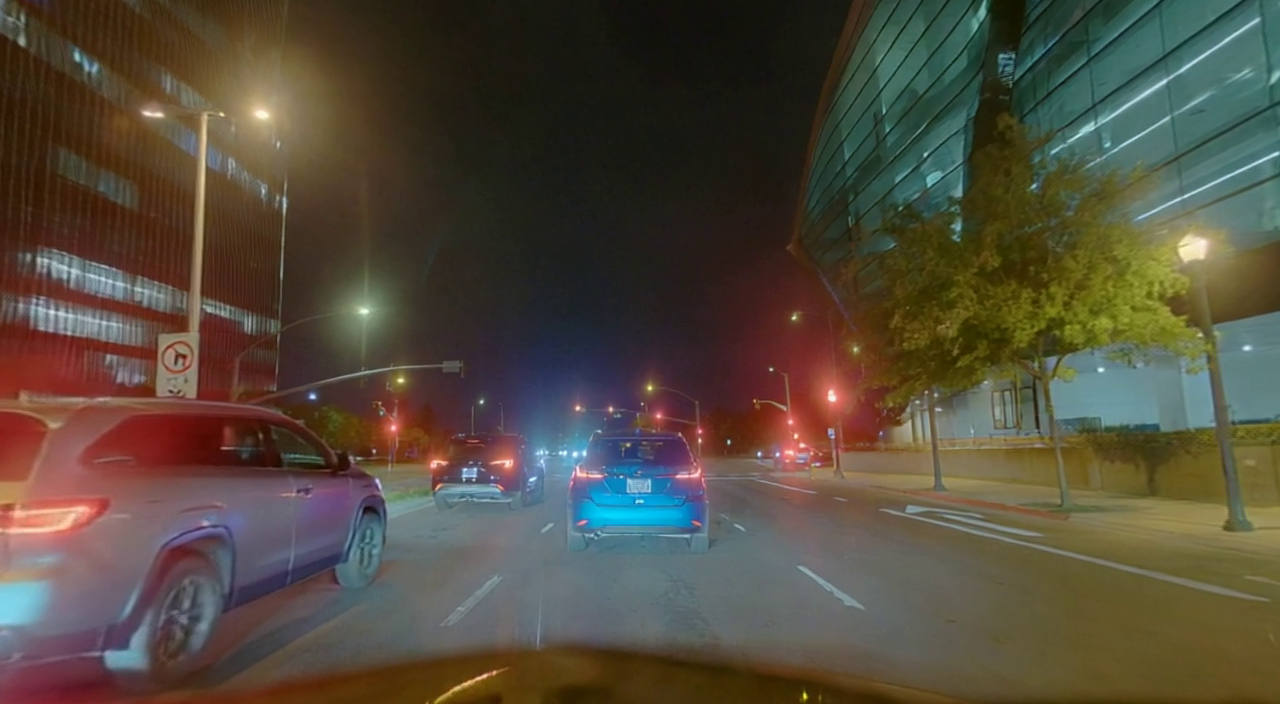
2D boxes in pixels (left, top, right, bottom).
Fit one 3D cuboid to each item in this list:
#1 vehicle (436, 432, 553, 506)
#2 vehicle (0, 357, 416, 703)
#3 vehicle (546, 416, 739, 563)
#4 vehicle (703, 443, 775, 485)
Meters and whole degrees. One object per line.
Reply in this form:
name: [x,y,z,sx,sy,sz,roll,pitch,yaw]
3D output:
vehicle: [-3.624,2.988,16.584,2.068,1.678,4.199,0,-8,0]
vehicle: [-3.569,1.181,4.745,2.083,1.691,4.398,0,-8,1]
vehicle: [0.005,1.881,9.388,2.207,1.659,4.155,0,-8,-1]
vehicle: [3.706,4.259,24.446,2.082,1.445,4.426,0,-8,0]
